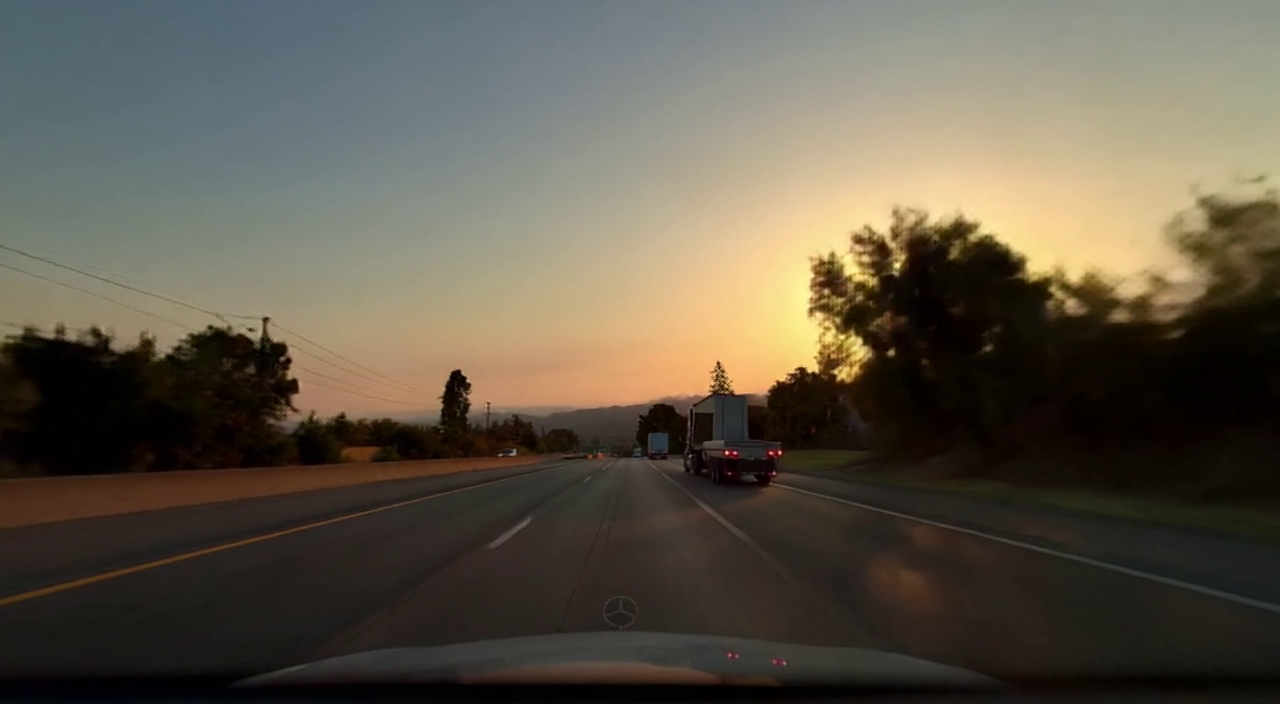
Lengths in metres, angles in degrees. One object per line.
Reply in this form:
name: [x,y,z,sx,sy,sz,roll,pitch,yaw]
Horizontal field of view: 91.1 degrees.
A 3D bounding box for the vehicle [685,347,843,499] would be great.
vehicle: [3.717,2.845,23.189,3.037,3.999,13.133,0,-9,-1]
